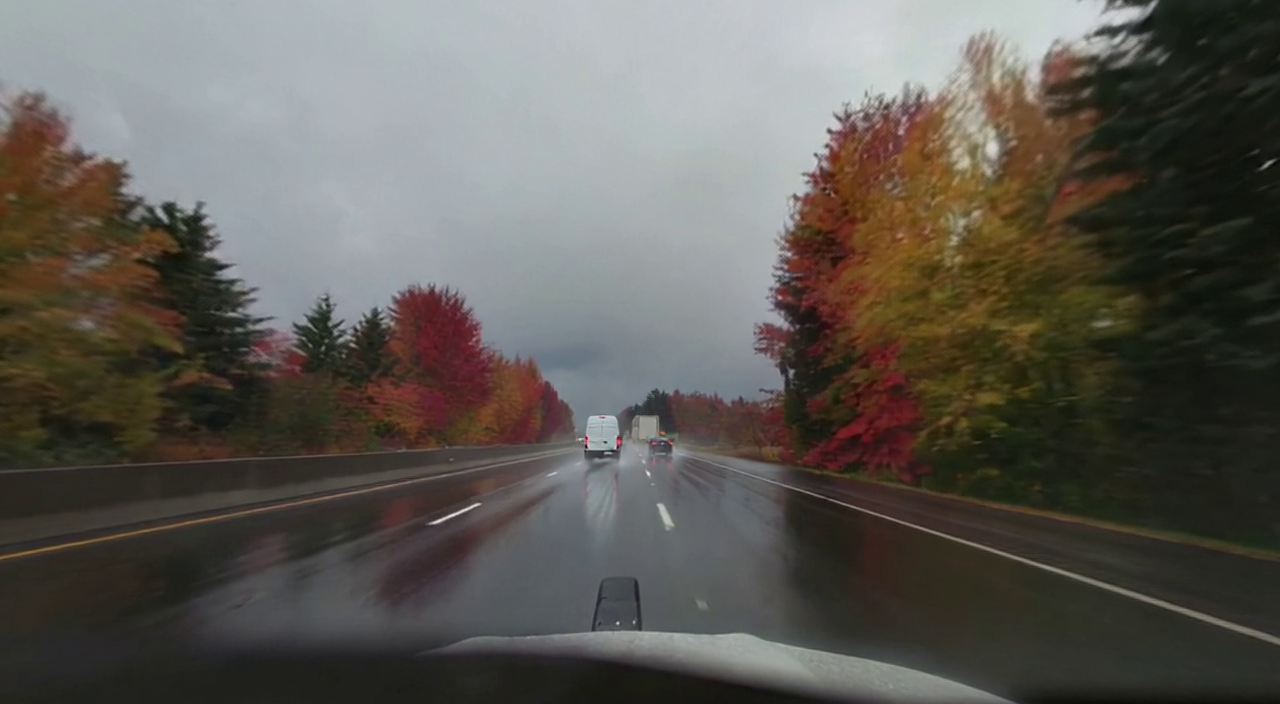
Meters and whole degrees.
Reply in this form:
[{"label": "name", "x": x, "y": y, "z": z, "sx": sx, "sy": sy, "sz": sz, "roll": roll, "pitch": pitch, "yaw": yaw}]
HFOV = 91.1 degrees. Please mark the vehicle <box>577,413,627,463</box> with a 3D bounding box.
[{"label": "vehicle", "x": -2.057, "y": 4.884, "z": 35.788, "sx": 2.389, "sy": 2.637, "sz": 5.437, "roll": 0, "pitch": -8, "yaw": 1}]
